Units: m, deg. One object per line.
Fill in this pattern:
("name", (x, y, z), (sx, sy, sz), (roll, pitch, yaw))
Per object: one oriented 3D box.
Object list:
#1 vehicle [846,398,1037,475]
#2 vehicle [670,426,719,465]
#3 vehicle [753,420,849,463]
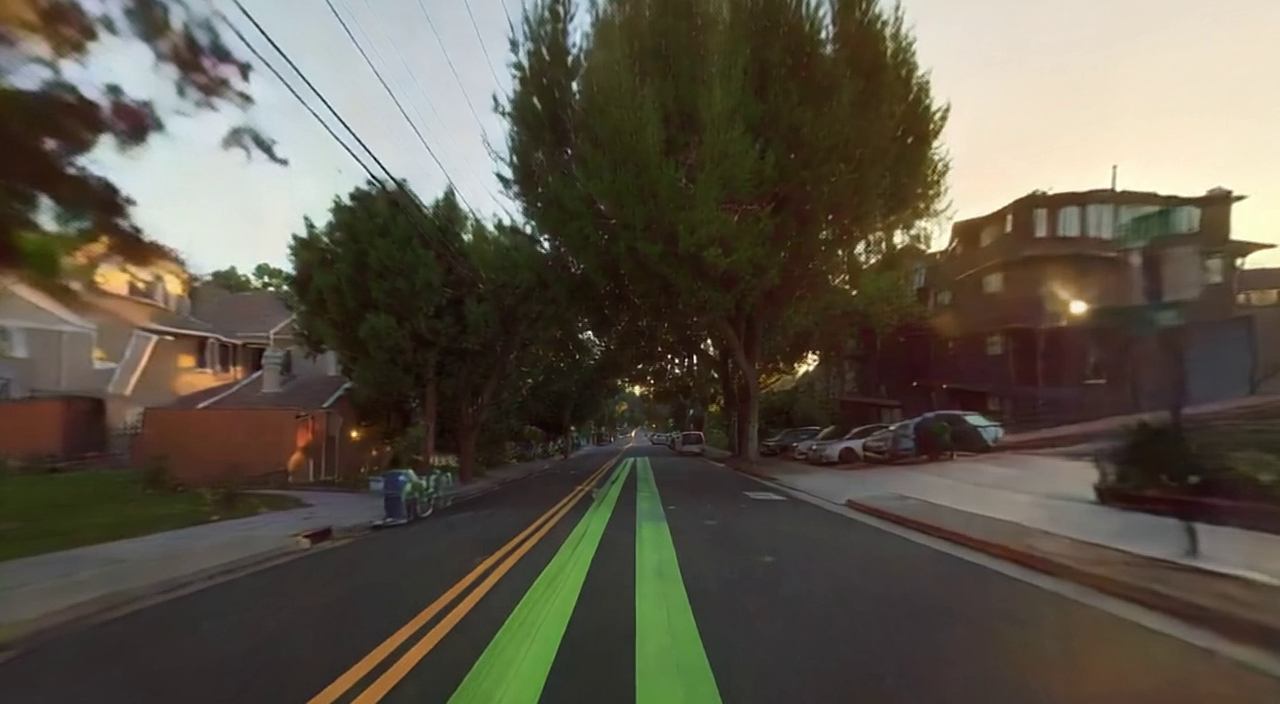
("vehicle", (9.393, 2.662, 19.933), (4.922, 1.846, 1.941), (-5, -8, -5))
("vehicle", (3.076, 5.506, 37.190), (2.347, 2.070, 5.735), (0, -9, 0))
("vehicle", (8.542, 4.770, 33.754), (4.418, 1.648, 2.017), (-7, -9, -1))
